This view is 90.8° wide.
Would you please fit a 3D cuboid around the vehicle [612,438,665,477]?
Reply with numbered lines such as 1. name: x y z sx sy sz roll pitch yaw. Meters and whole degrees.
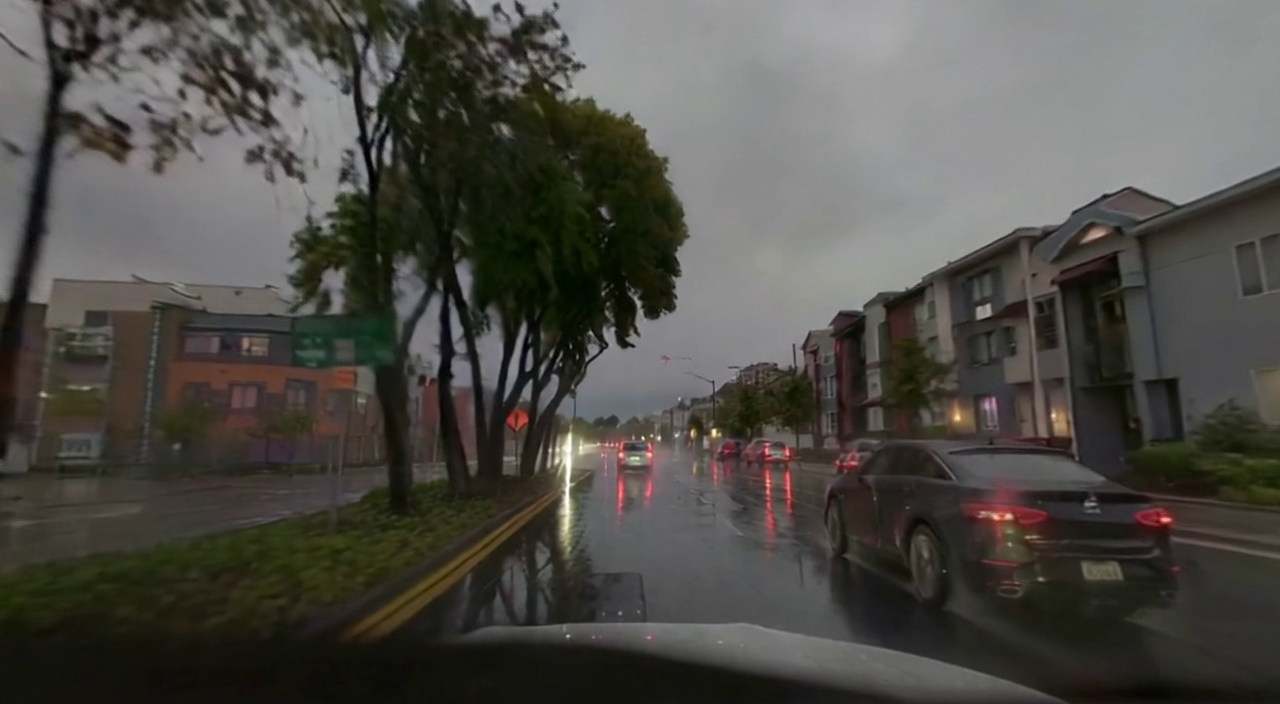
1. vehicle: -0.096 4.282 25.822 2.006 1.487 3.535 0 -9 -1

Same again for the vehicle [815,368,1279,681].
1. vehicle: 3.126 1.248 5.586 1.949 1.723 4.020 0 -9 0

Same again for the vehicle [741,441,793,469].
1. vehicle: 7.339 5.972 36.890 1.936 1.516 4.579 0 -9 -2

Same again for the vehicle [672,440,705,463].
1. vehicle: 3.360 7.002 44.587 1.910 1.474 4.003 0 -9 -1
